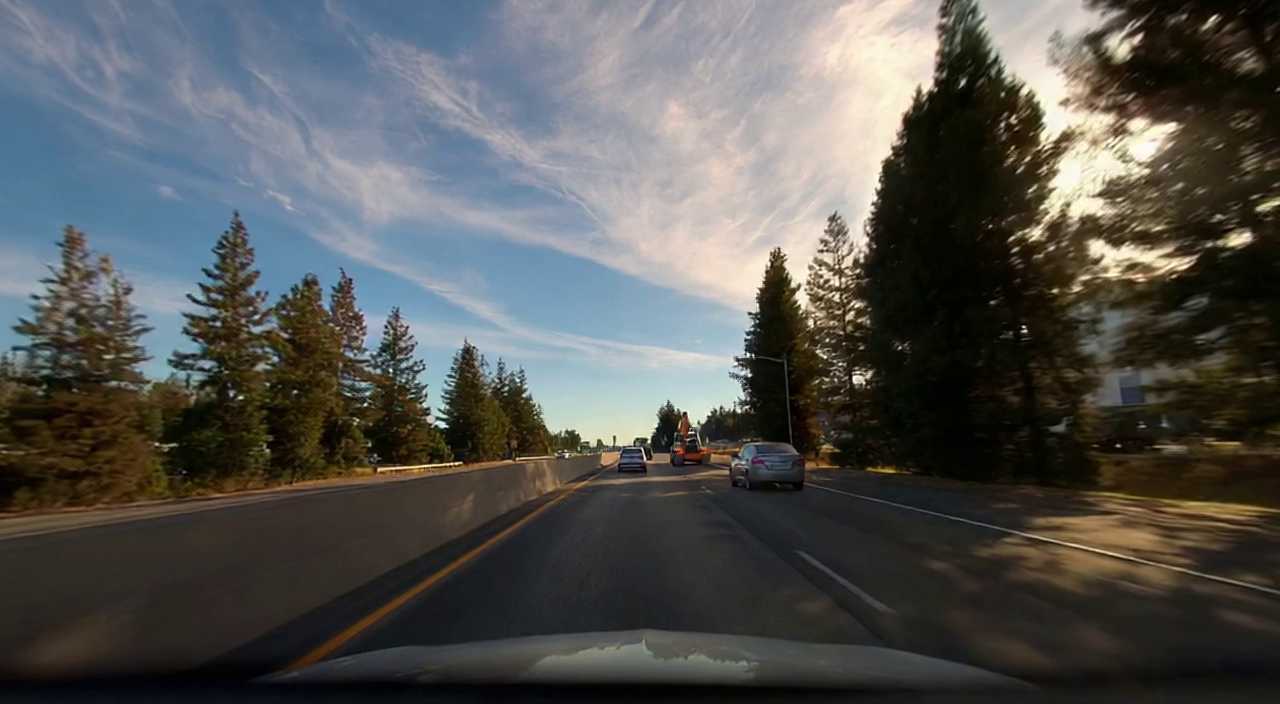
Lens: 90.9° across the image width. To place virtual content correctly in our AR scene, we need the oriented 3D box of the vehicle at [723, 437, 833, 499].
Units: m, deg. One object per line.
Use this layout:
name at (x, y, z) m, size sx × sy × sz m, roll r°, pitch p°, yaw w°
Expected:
vehicle at (3.768, 3.255, 18.012) m, size 2.168 × 1.529 × 3.883 m, roll 0°, pitch -9°, yaw -1°

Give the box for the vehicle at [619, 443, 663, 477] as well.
vehicle at (0.014, 5.318, 31.144) m, size 2.045 × 1.527 × 4.023 m, roll 0°, pitch -9°, yaw -1°
